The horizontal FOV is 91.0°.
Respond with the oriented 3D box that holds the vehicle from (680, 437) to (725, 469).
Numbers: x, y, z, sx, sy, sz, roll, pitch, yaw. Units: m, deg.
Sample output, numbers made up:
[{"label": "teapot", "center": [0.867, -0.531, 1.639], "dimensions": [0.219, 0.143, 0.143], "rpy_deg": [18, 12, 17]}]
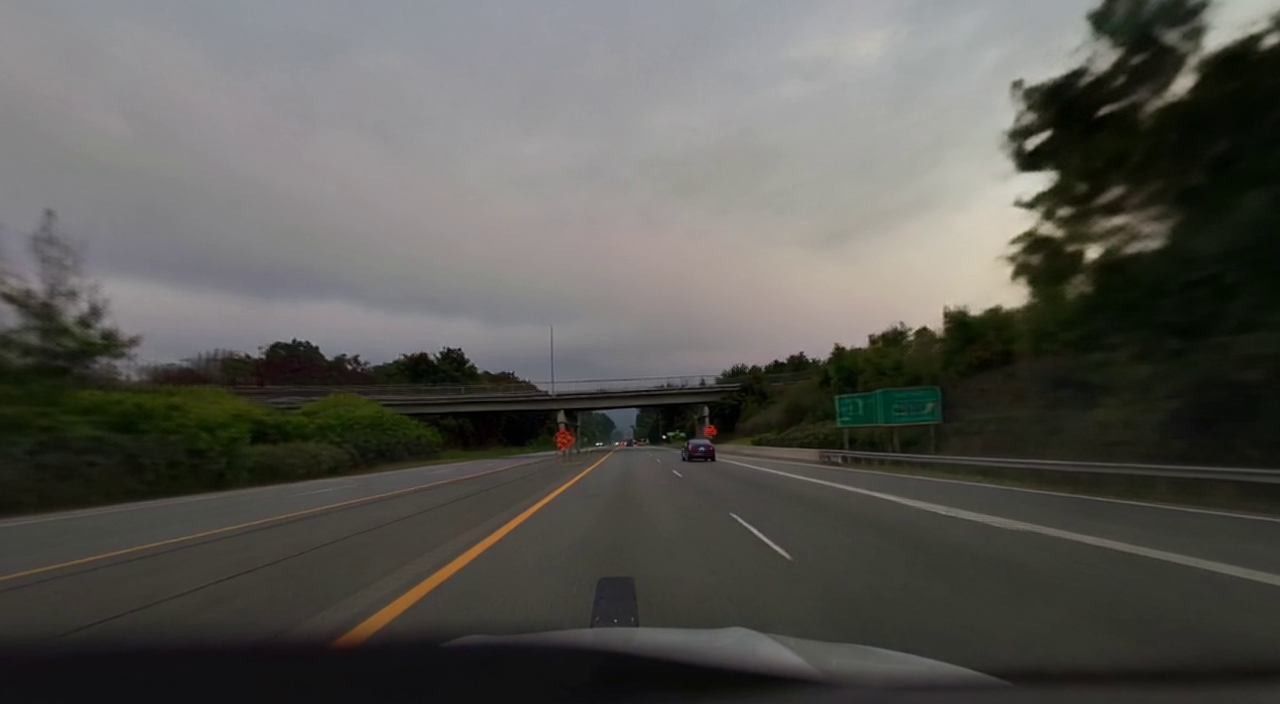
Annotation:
[{"label": "vehicle", "center": [3.049, 4.994, 31.349], "dimensions": [1.781, 1.470, 3.540], "rpy_deg": [0, -8, -2]}]
